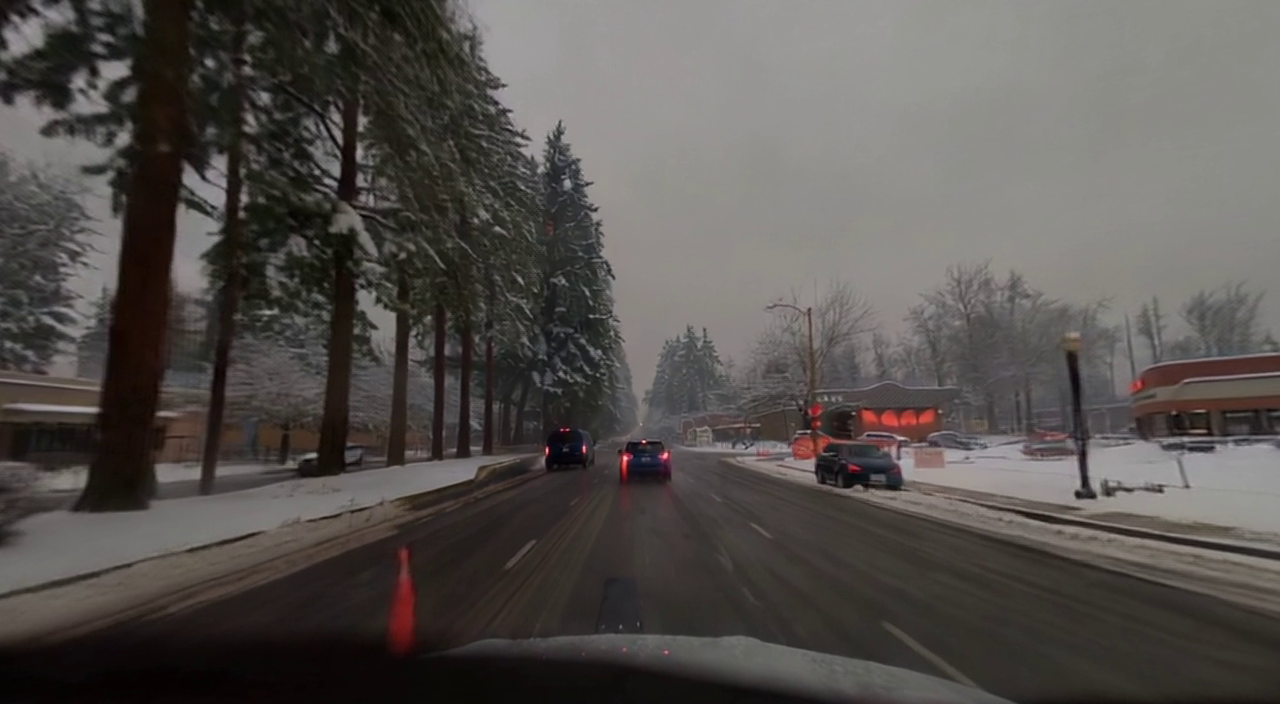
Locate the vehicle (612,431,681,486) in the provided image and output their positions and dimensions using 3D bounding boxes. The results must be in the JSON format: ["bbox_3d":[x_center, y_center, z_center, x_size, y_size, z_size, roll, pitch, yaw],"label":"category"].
[{"bbox_3d":[0.205,3.684,22.214,2.168,1.725,4.192,0,-8,0],"label":"vehicle"}]

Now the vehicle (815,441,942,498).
[{"bbox_3d":[7.043,3.506,19.276,2.076,1.535,4.460,0,-9,-1],"label":"vehicle"}]

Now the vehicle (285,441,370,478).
[{"bbox_3d":[-15.513,5.325,31.639,1.898,1.702,4.456,0,-8,1],"label":"vehicle"}]

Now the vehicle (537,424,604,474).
[{"bbox_3d":[-3.031,4.433,28.940,2.357,2.063,5.488,0,-8,1],"label":"vehicle"}]
